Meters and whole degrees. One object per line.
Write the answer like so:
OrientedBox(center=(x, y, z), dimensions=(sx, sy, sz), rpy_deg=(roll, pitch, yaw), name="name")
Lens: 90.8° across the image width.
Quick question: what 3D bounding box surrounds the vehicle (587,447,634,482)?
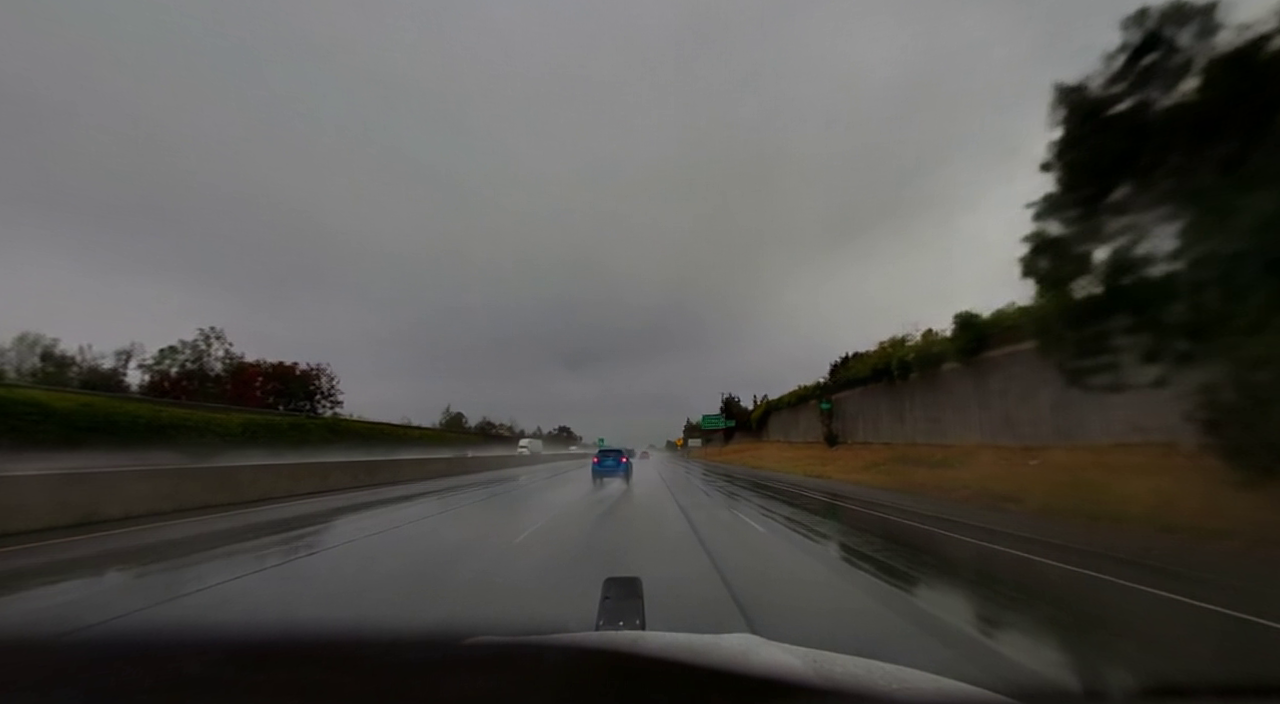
OrientedBox(center=(-1.303, 5.250, 29.584), dimensions=(1.908, 1.515, 3.871), rpy_deg=(0, -9, 1), name="vehicle")
